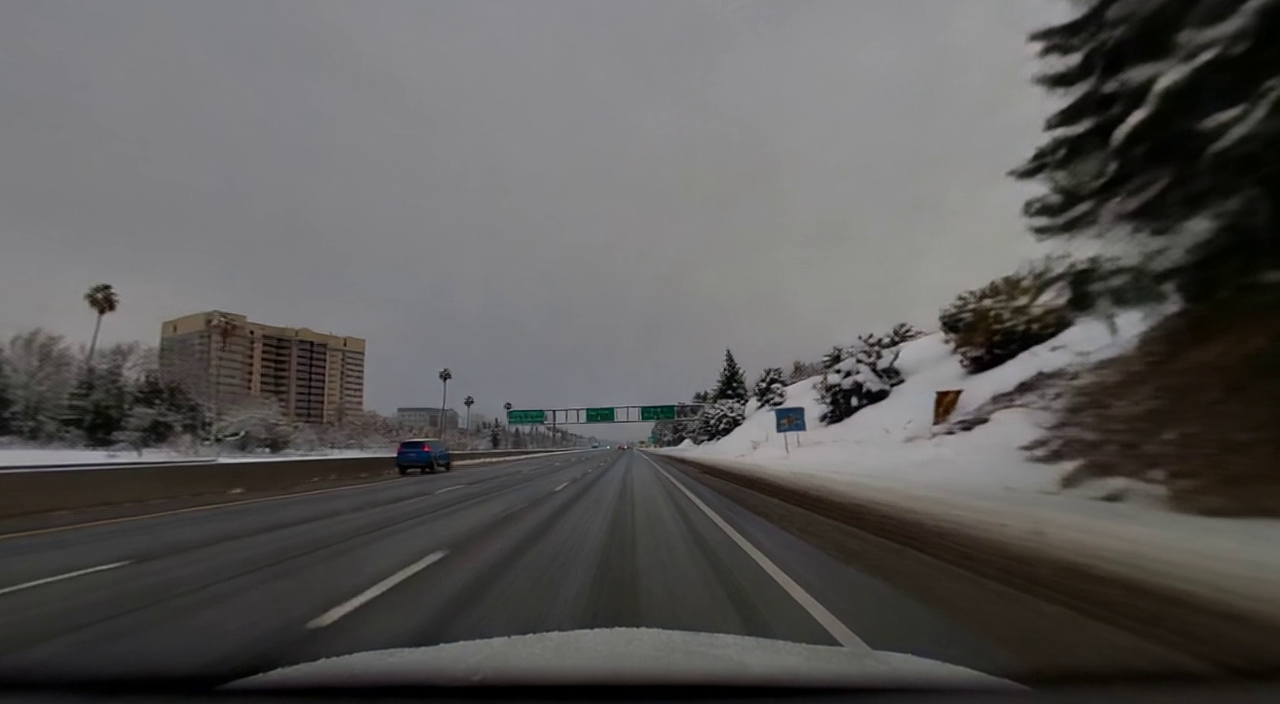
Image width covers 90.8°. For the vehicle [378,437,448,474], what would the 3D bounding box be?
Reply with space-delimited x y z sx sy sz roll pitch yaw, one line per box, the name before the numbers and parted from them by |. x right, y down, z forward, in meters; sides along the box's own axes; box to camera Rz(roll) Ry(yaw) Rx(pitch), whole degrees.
vehicle | -11.829 5.423 33.271 2.016 1.754 4.543 0 -9 0
